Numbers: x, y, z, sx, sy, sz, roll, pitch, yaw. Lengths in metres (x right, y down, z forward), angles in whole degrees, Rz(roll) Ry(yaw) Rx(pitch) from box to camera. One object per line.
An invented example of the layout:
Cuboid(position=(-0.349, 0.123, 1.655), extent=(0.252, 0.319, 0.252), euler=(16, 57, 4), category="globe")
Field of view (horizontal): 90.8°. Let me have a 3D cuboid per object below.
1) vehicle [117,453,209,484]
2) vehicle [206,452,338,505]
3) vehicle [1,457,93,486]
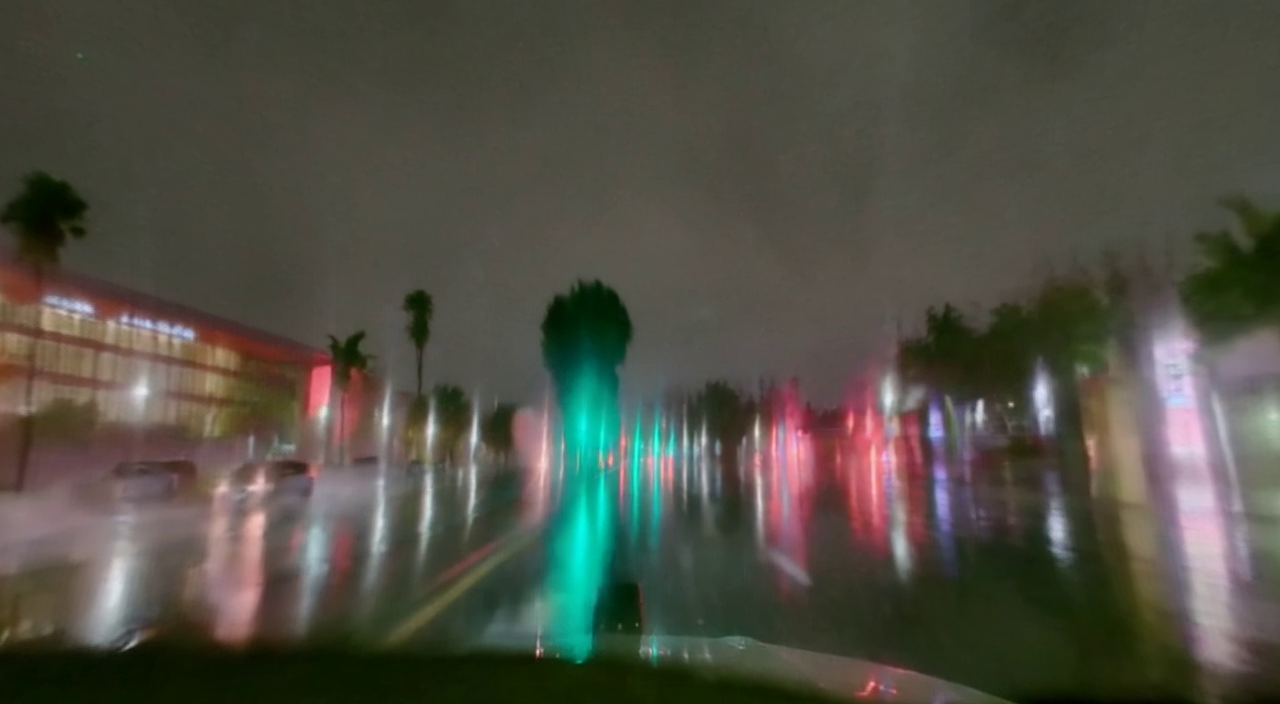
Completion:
Cuboid(position=(-32.432, 7.914, 43.045), extent=(4.404, 1.866, 2.130), euler=(-1, -9, -3), category="vehicle")
Cuboid(position=(-12.884, 4.411, 22.526), extent=(2.036, 1.590, 4.495), euler=(0, -8, -1), category="vehicle")
Cuboid(position=(-37.585, 7.546, 40.117), extent=(3.784, 1.690, 1.899), euler=(-1, -8, -2), category="vehicle")
